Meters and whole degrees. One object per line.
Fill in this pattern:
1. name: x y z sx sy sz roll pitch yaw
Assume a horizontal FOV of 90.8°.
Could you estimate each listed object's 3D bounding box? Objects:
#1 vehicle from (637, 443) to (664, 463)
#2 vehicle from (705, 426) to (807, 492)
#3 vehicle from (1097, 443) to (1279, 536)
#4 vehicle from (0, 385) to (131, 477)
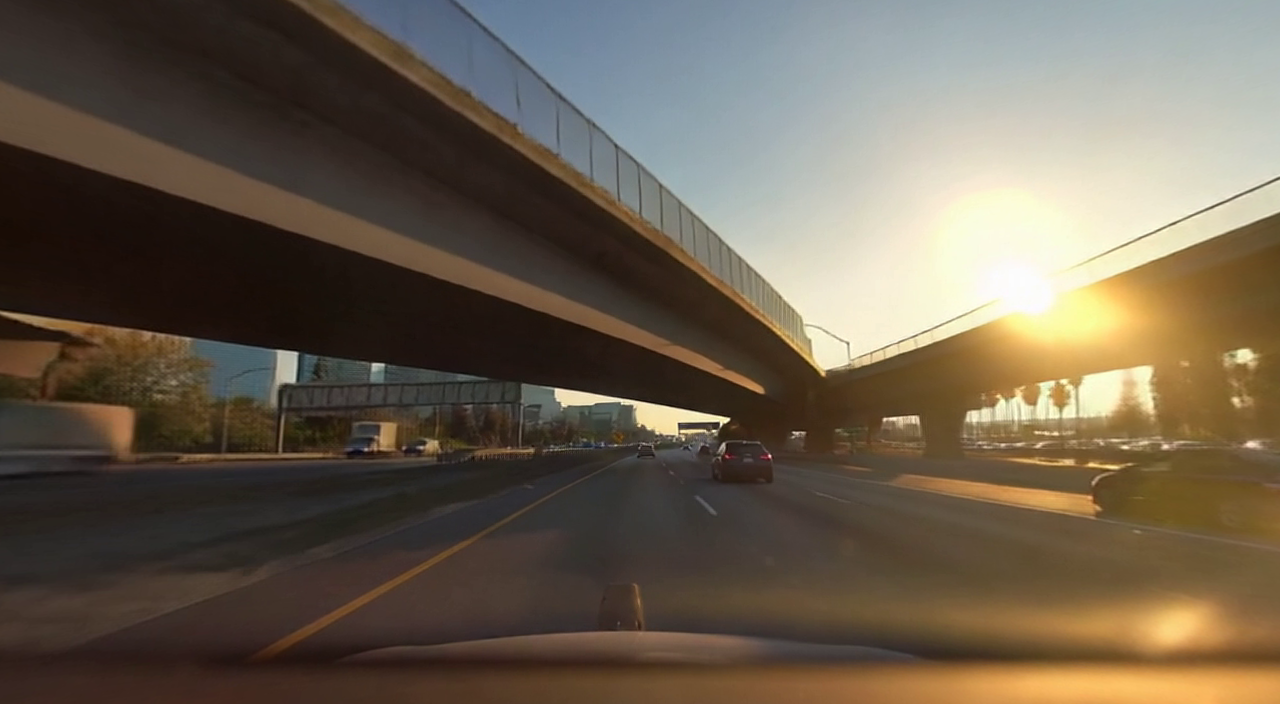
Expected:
1. vehicle: 0.818 7.778 48.939 2.046 1.475 3.784 0 -9 2
2. vehicle: 3.430 3.306 19.748 2.226 1.779 4.835 0 -9 0
3. vehicle: 10.986 2.419 11.610 1.827 1.448 4.370 0 -9 -1
4. vehicle: -30.039 3.654 28.976 3.039 4.055 12.039 0 -9 1
